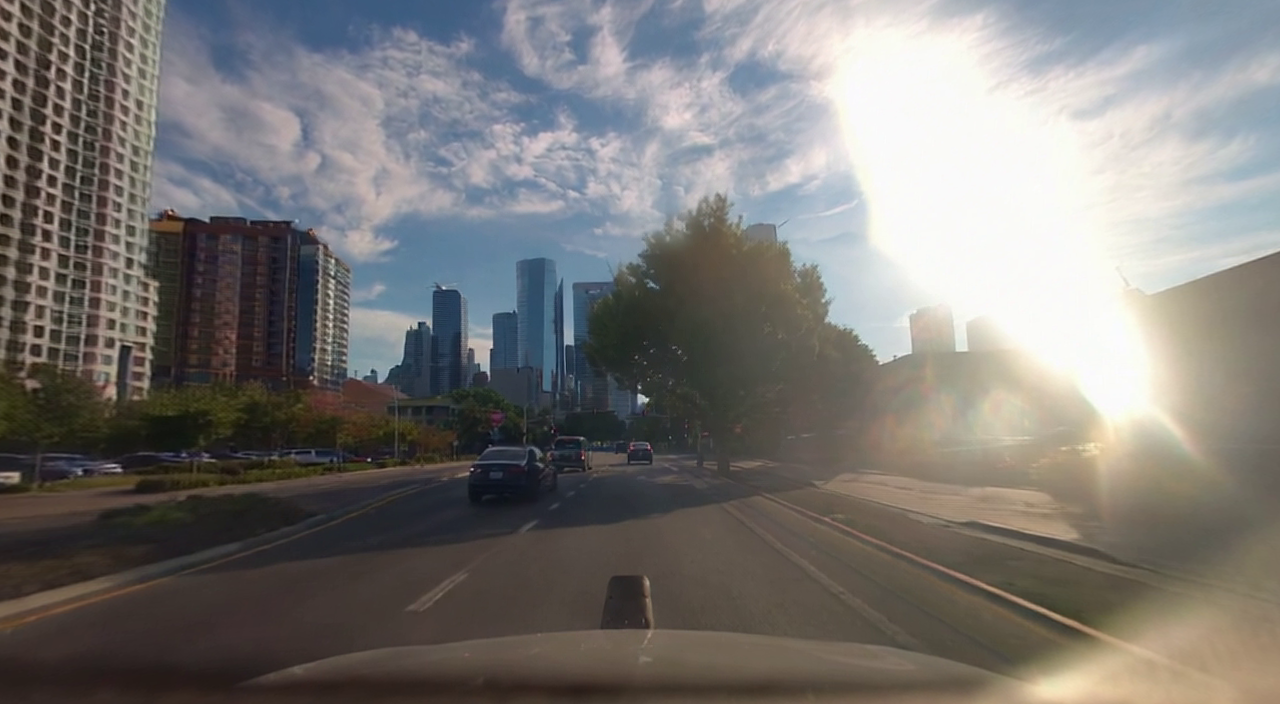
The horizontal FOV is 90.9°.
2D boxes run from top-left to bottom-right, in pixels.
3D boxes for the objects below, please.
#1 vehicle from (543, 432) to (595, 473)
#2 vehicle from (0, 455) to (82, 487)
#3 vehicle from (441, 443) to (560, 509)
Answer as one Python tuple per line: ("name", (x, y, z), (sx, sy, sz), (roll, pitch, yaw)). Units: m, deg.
("vehicle", (-3.667, 5.300, 33.225), (2.152, 1.987, 4.527), (0, -9, 1))
("vehicle", (-37.284, 7.236, 38.397), (4.402, 1.868, 2.071), (1, -9, -4))
("vehicle", (-3.269, 3.010, 15.735), (1.959, 1.406, 4.272), (0, -9, 1))
